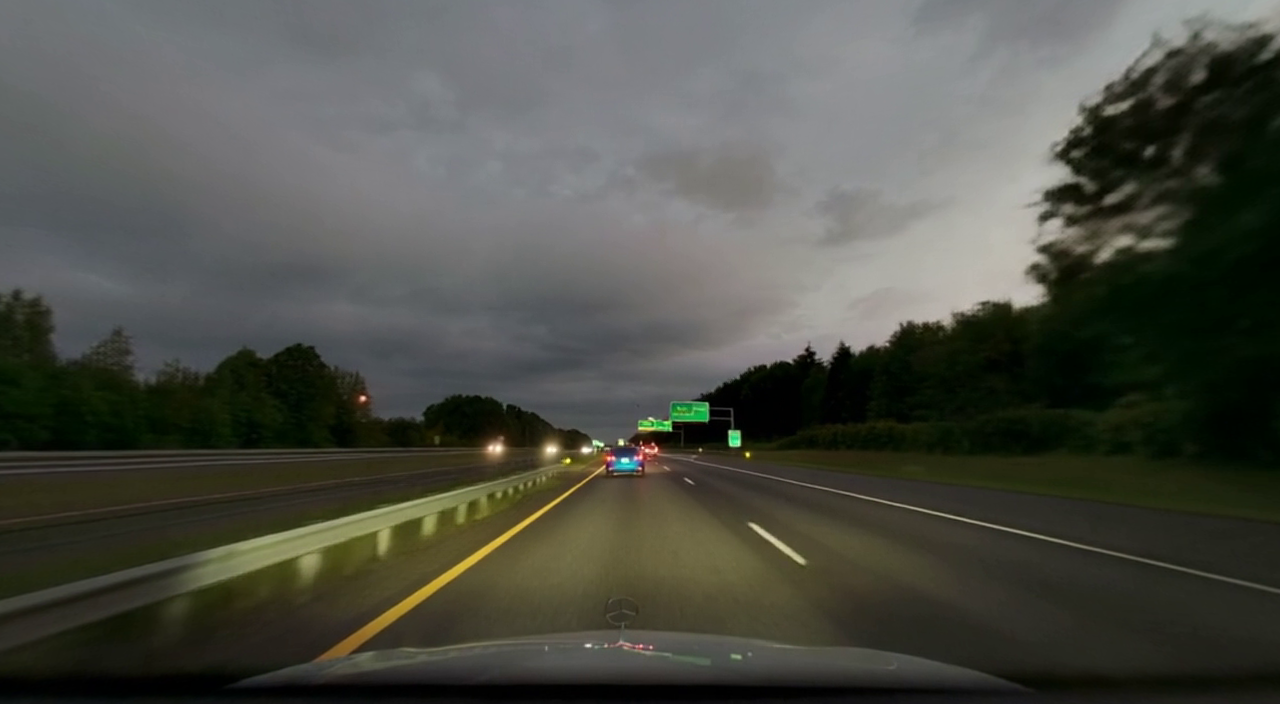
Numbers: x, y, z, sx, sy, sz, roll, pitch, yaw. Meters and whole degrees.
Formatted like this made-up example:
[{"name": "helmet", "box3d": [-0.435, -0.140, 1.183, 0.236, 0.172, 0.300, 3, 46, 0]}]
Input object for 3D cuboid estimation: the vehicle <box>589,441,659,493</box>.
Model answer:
[{"name": "vehicle", "box3d": [-0.485, 3.708, 20.756, 2.069, 1.523, 4.012, 0, -9, 0]}]
